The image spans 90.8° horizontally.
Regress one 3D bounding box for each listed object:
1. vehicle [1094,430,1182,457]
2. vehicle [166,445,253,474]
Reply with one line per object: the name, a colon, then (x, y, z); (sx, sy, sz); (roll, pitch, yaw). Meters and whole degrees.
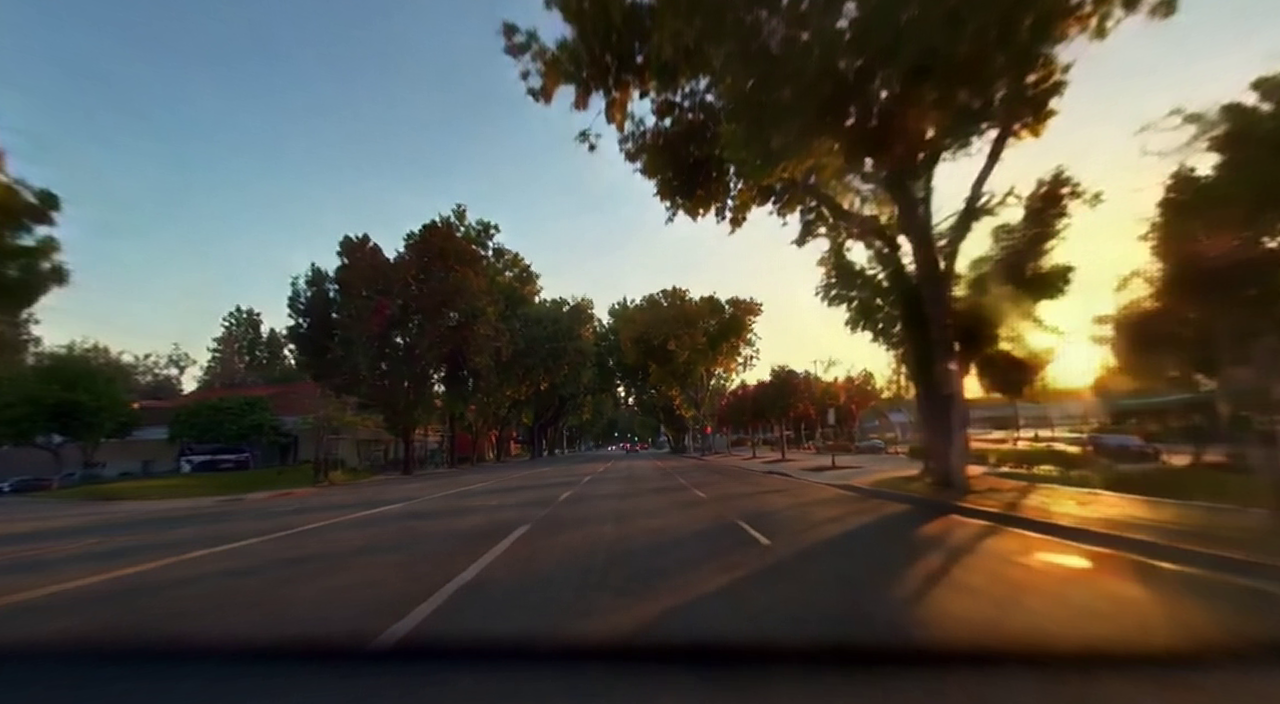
vehicle: (33.938, 6.240, 43.206); (1.999, 1.674, 4.627); (-2, -8, -4)
vehicle: (-23.824, 5.934, 35.017); (3.548, 1.544, 1.641); (0, -8, 1)
